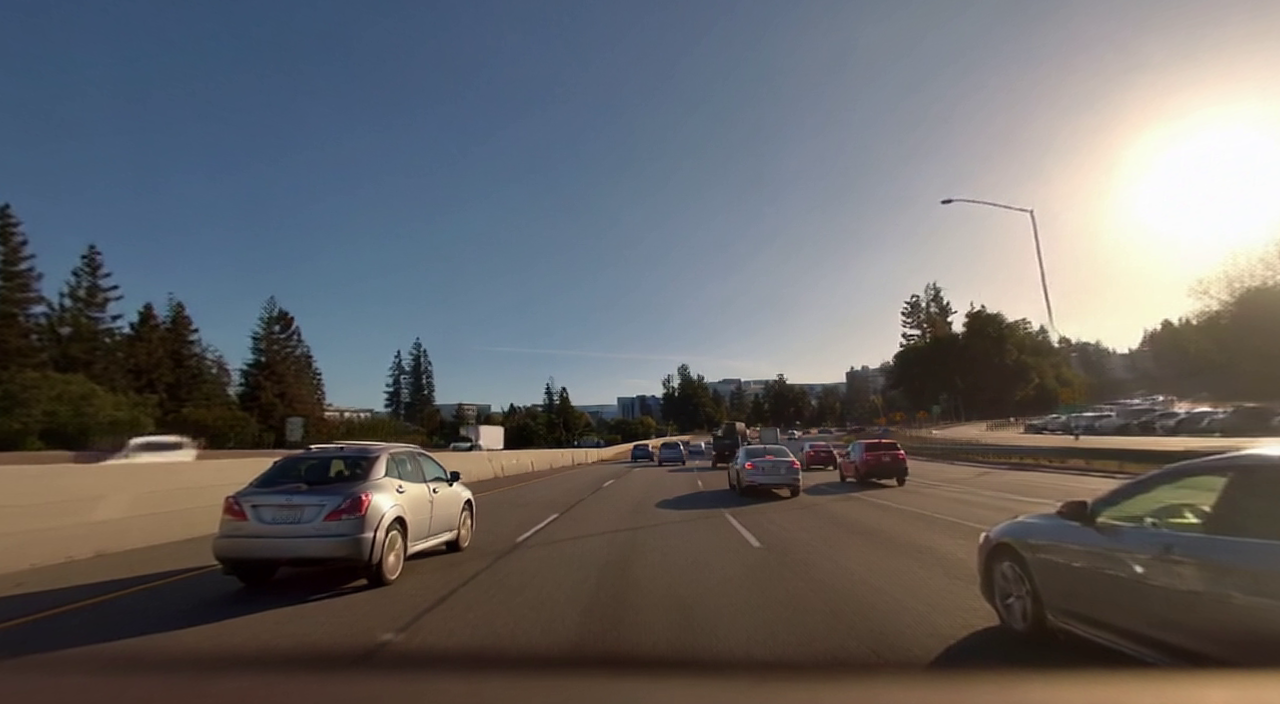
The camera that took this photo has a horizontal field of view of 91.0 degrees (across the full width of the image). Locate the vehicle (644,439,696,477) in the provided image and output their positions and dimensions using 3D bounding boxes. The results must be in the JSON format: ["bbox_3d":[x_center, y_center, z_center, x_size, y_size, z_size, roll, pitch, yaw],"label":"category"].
[{"bbox_3d":[1.379,4.844,28.996,2.201,1.614,3.803,0,-9,3],"label":"vehicle"}]

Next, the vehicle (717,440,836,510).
[{"bbox_3d":[3.208,2.999,15.840,2.009,1.489,4.559,0,-9,1],"label":"vehicle"}]

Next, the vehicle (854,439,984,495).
[{"bbox_3d":[8.311,3.456,19.306,2.014,1.506,4.626,0,-9,2],"label":"vehicle"}]

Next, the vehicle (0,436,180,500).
[{"bbox_3d":[-18.995,3.908,21.658,2.227,1.917,5.034,-1,-9,4],"label":"vehicle"}]

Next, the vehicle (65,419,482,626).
[{"bbox_3d":[-3.373,1.649,7.106,1.937,1.558,4.469,0,-9,1],"label":"vehicle"}]

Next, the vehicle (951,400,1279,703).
[{"bbox_3d":[3.351,0.938,2.353,2.014,1.489,4.696,0,-9,1],"label":"vehicle"}]
